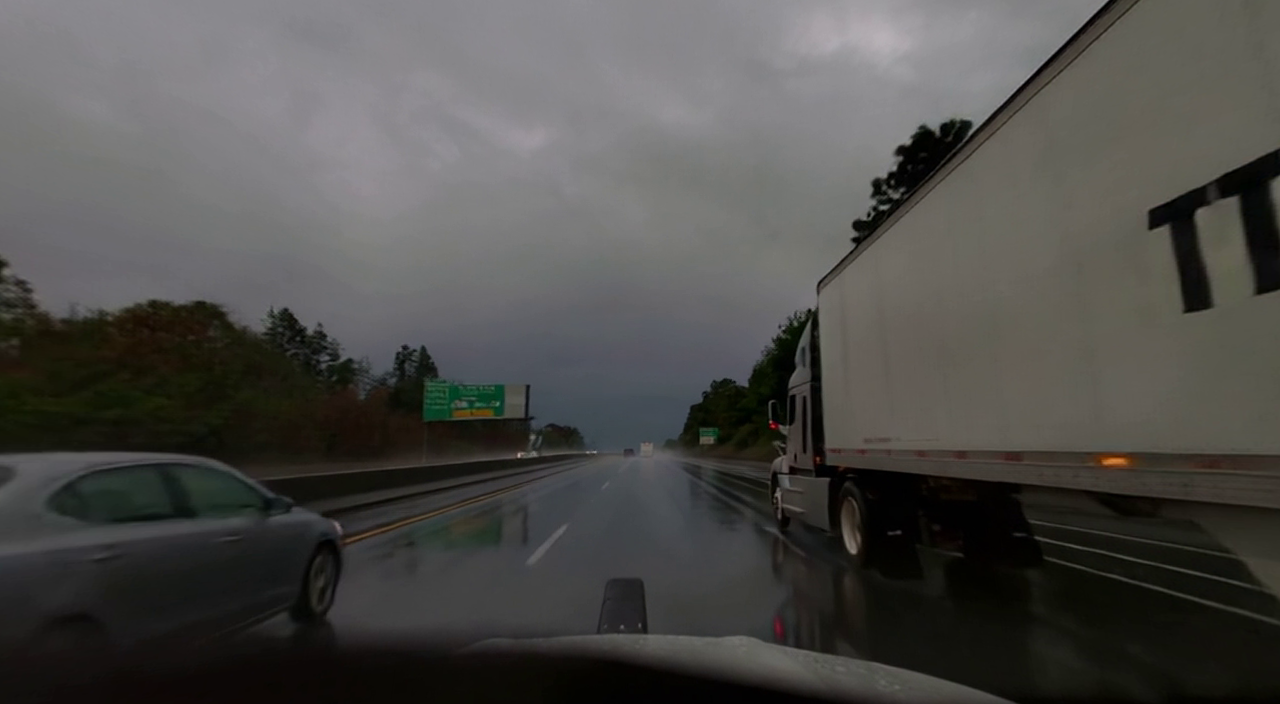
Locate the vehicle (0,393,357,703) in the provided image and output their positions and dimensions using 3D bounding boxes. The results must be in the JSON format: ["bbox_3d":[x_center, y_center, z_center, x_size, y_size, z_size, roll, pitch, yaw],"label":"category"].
[{"bbox_3d":[-3.267,0.948,2.549,2.054,1.475,4.708,0,-9,0],"label":"vehicle"}]

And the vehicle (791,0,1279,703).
[{"bbox_3d":[3.829,0.334,6.261,3.010,3.907,5.999,0,-9,-1],"label":"vehicle"}]
